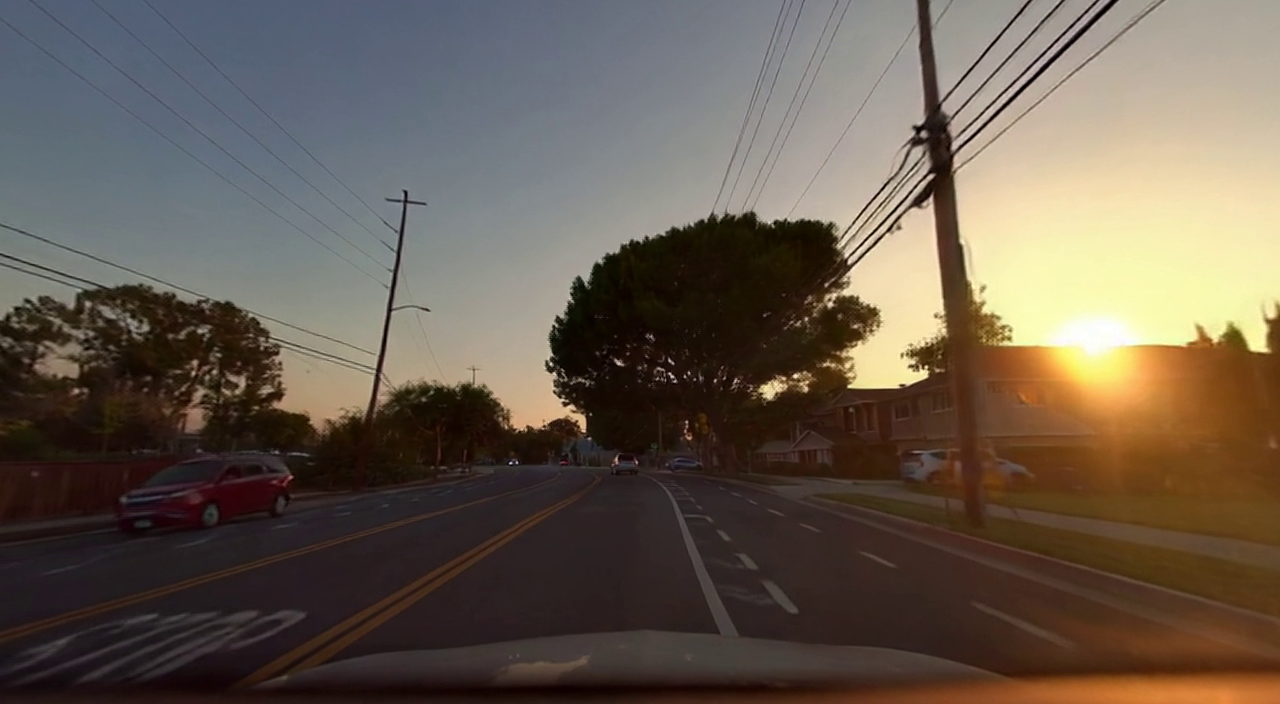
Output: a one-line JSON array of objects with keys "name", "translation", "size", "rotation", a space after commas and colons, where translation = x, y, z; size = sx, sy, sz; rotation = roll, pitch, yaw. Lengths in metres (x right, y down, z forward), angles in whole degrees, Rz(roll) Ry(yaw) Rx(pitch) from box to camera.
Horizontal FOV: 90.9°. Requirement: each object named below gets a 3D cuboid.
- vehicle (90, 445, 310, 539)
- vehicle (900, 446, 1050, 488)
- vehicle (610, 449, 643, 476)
[{"name": "vehicle", "translation": [-11.143, 3.487, 16.623], "size": [1.998, 2.047, 5.167], "rotation": [0, -8, 0]}, {"name": "vehicle", "translation": [12.745, 4.381, 24.201], "size": [4.648, 1.511, 1.919], "rotation": [0, -8, -2]}, {"name": "vehicle", "translation": [-0.928, 8.204, 46.970], "size": [2.284, 1.741, 4.702], "rotation": [2, -8, 1]}]
